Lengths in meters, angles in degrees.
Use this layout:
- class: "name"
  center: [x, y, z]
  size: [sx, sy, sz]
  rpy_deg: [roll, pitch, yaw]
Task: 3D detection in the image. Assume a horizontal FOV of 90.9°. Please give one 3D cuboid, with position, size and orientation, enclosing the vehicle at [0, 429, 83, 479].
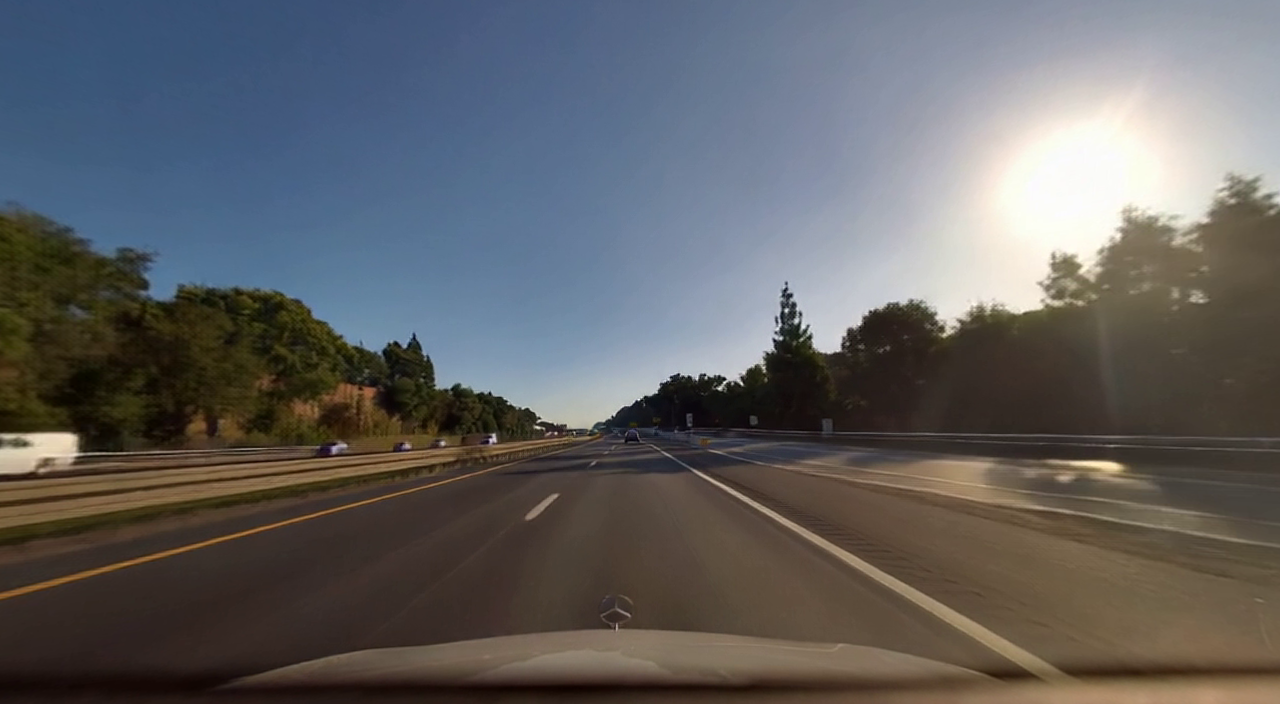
- class: "vehicle"
  center: [-29.877, 4.745, 29.537]
  size: [2.218, 2.231, 5.714]
  rpy_deg: [0, -8, -1]
